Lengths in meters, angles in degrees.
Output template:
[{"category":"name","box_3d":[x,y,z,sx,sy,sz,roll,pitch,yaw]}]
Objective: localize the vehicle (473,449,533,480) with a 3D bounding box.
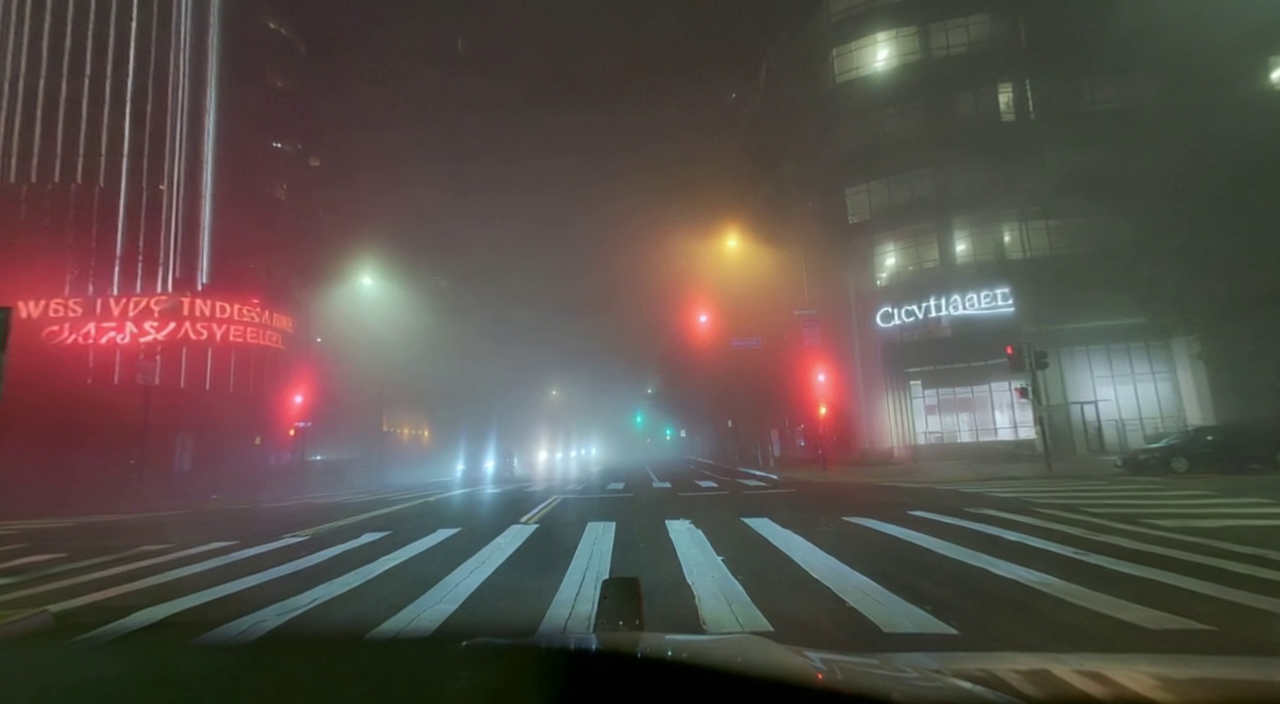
[{"category":"vehicle","box_3d":[-6.965,5.766,32.574,1.893,1.451,4.276,-1,-9,3]}]

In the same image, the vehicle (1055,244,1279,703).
[{"category":"vehicle","box_3d":[2.601,0.417,0.114,2.058,1.793,4.429,0,-9,1]}]
